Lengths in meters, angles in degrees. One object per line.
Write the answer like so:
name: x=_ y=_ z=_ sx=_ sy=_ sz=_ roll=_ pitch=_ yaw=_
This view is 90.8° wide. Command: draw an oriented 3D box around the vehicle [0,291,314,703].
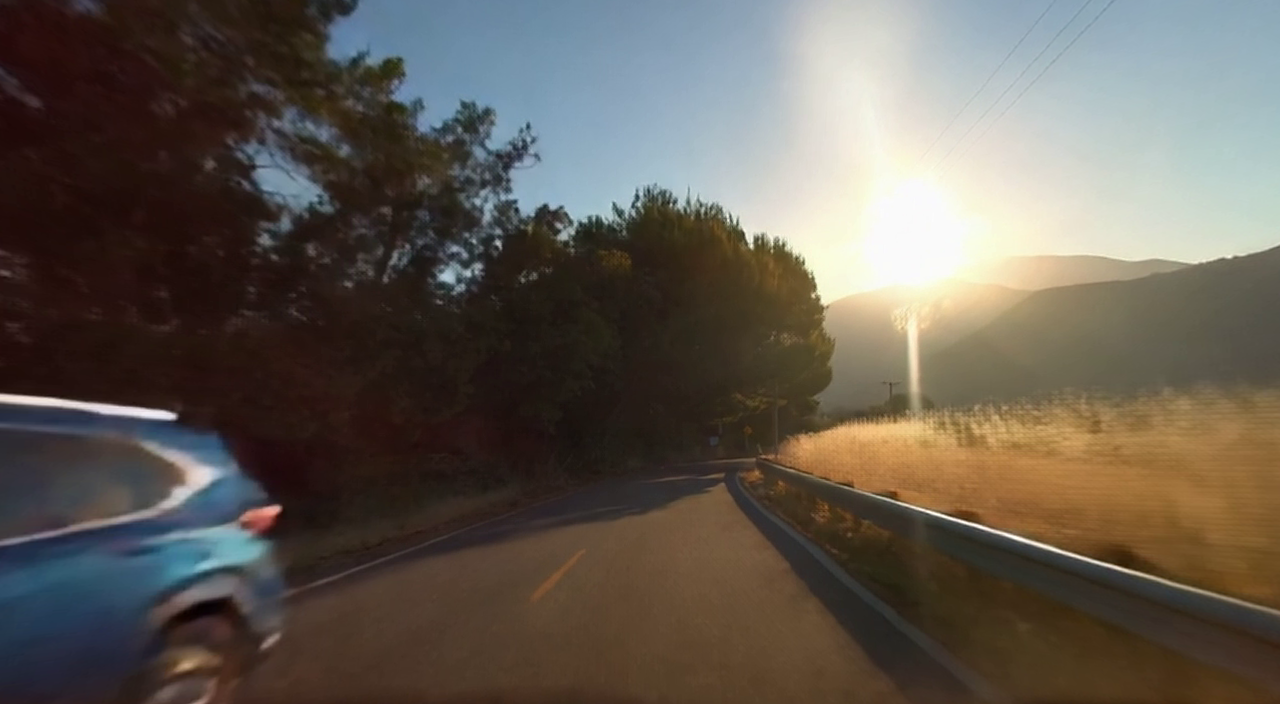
vehicle: x=-2.810 y=0.605 z=0.653 sx=2.251 sy=1.799 sz=4.776 roll=0 pitch=-9 yaw=2
